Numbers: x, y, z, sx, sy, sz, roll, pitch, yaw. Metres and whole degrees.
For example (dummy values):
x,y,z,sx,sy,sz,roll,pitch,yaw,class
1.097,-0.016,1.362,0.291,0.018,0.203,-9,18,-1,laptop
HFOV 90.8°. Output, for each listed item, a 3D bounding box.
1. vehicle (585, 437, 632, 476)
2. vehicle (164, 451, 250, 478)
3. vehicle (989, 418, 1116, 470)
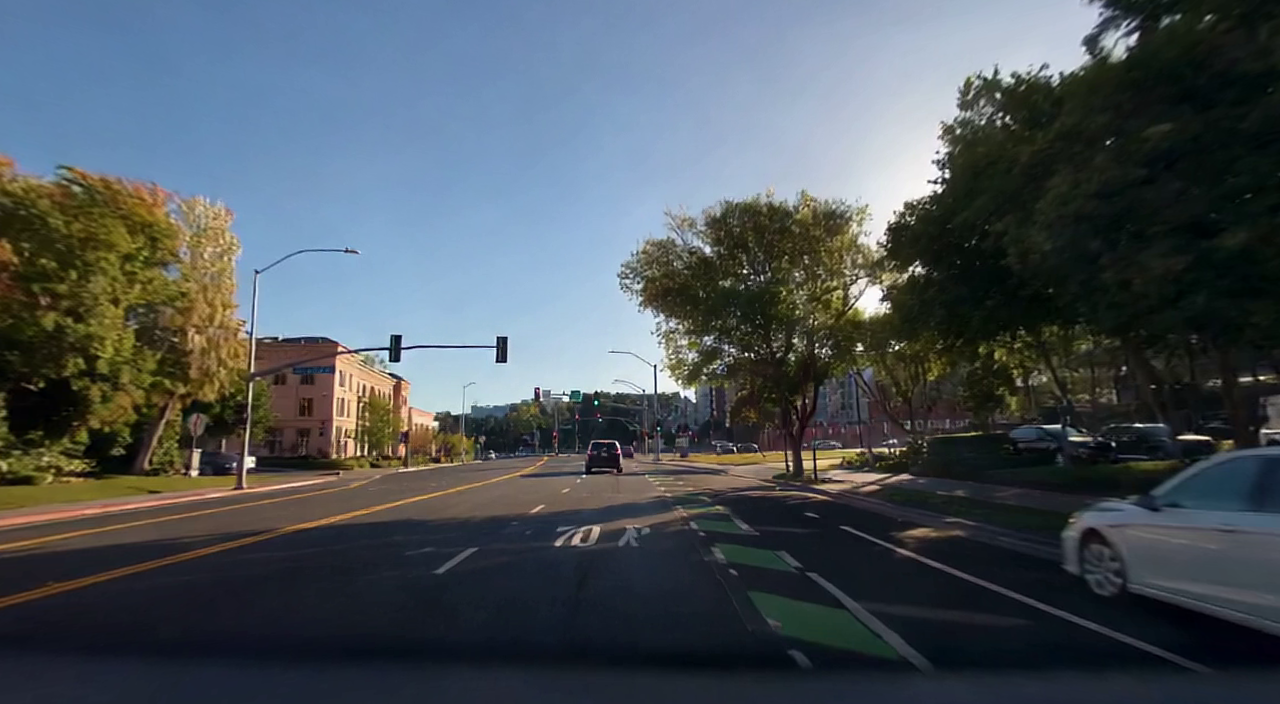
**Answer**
x,y,z,sx,sy,sz,roll,pitch,yaw,class
-1.640,5.304,32.389,2.230,1.827,4.298,0,-8,-3,vehicle
-26.311,6.835,38.631,1.876,1.503,4.910,0,-8,-1,vehicle
14.485,3.287,22.497,1.858,1.681,3.860,0,-8,0,vehicle
